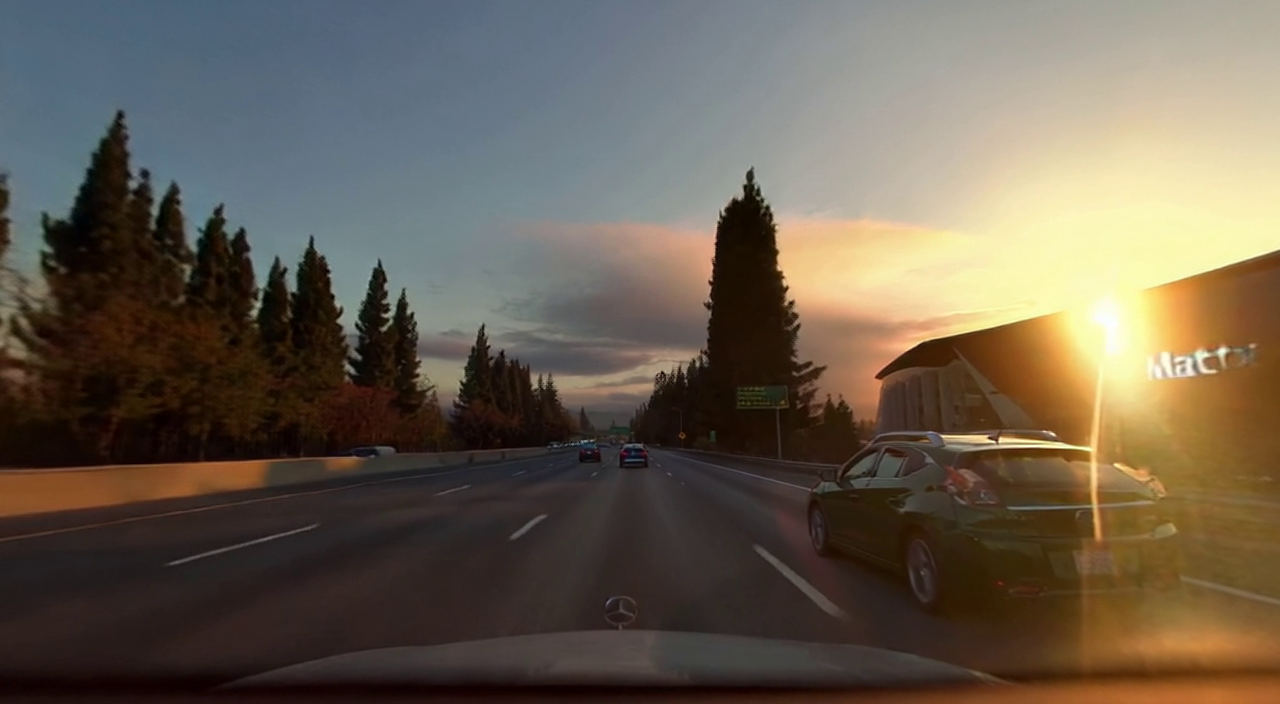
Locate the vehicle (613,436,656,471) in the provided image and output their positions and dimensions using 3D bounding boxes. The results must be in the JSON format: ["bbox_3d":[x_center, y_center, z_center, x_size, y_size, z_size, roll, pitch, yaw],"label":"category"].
[{"bbox_3d":[-0.325,5.756,35.948,2.302,1.810,4.707,0,-8,-1],"label":"vehicle"}]
